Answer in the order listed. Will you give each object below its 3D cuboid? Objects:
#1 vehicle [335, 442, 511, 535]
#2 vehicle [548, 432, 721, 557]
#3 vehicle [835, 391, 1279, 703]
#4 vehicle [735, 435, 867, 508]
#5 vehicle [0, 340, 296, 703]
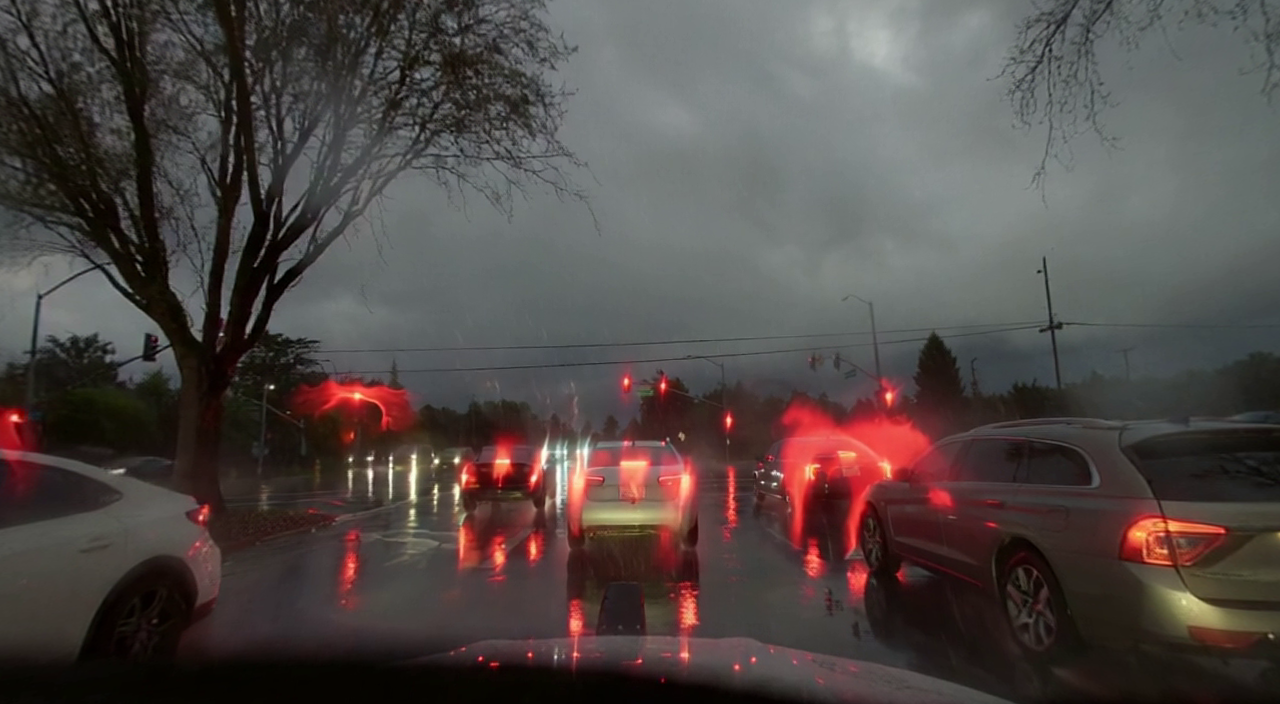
[{"bbox_3d":[-3.925,2.511,12.334,1.919,1.459,4.371,0,-8,-1],"label":"vehicle"},{"bbox_3d":[-0.079,2.003,9.602,2.061,1.470,3.970,0,-8,0],"label":"vehicle"},{"bbox_3d":[3.385,1.310,5.428,1.933,1.564,4.600,0,-8,0],"label":"vehicle"},{"bbox_3d":[3.648,2.778,15.247,1.922,1.472,4.440,0,-8,-1],"label":"vehicle"},{"bbox_3d":[-3.656,0.838,2.549,2.047,1.764,4.369,0,-8,0],"label":"vehicle"}]
